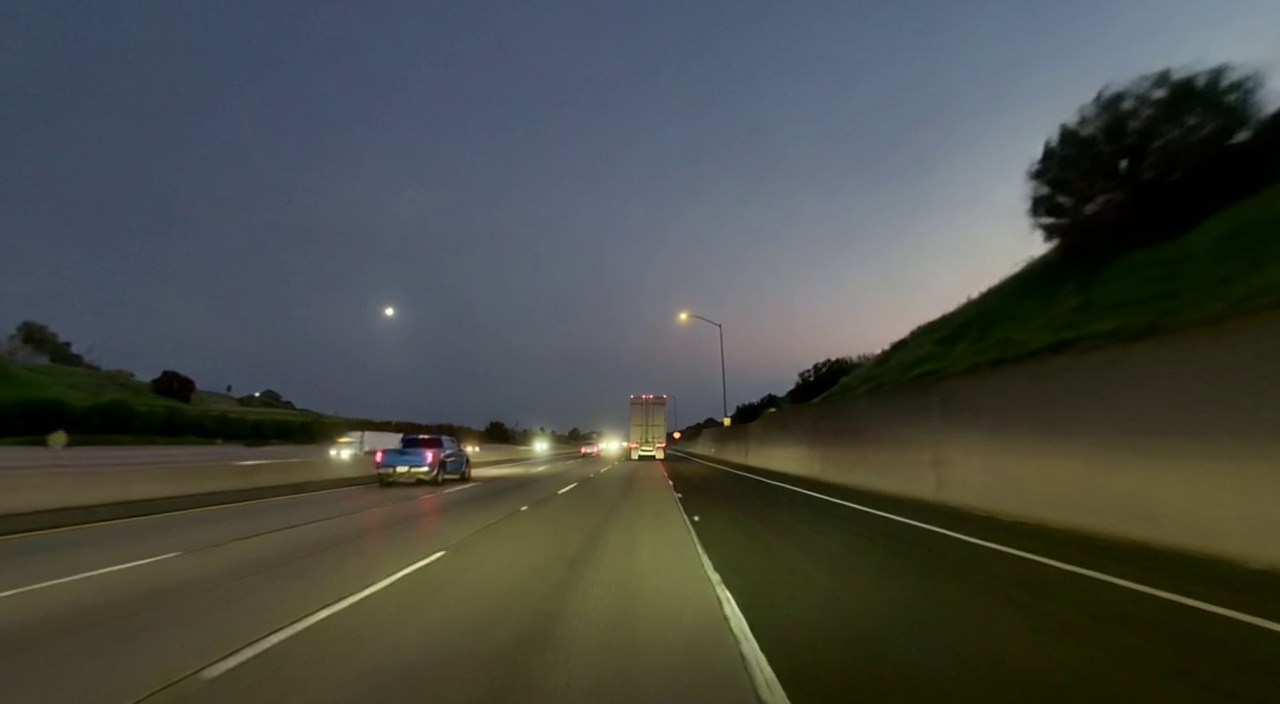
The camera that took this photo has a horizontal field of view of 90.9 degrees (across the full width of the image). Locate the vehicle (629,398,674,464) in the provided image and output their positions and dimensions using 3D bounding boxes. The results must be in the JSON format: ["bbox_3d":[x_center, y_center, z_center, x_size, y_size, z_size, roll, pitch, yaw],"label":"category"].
[{"bbox_3d":[0.894,6.213,48.553,2.951,4.229,15.519,0,-8,1],"label":"vehicle"}]

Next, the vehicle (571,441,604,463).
[{"bbox_3d":[-3.848,7.446,47.159,1.983,1.508,4.060,0,-8,2],"label":"vehicle"}]

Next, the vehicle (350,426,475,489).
[{"bbox_3d":[-7.427,3.497,21.341,2.113,1.837,5.339,0,-8,2],"label":"vehicle"}]
